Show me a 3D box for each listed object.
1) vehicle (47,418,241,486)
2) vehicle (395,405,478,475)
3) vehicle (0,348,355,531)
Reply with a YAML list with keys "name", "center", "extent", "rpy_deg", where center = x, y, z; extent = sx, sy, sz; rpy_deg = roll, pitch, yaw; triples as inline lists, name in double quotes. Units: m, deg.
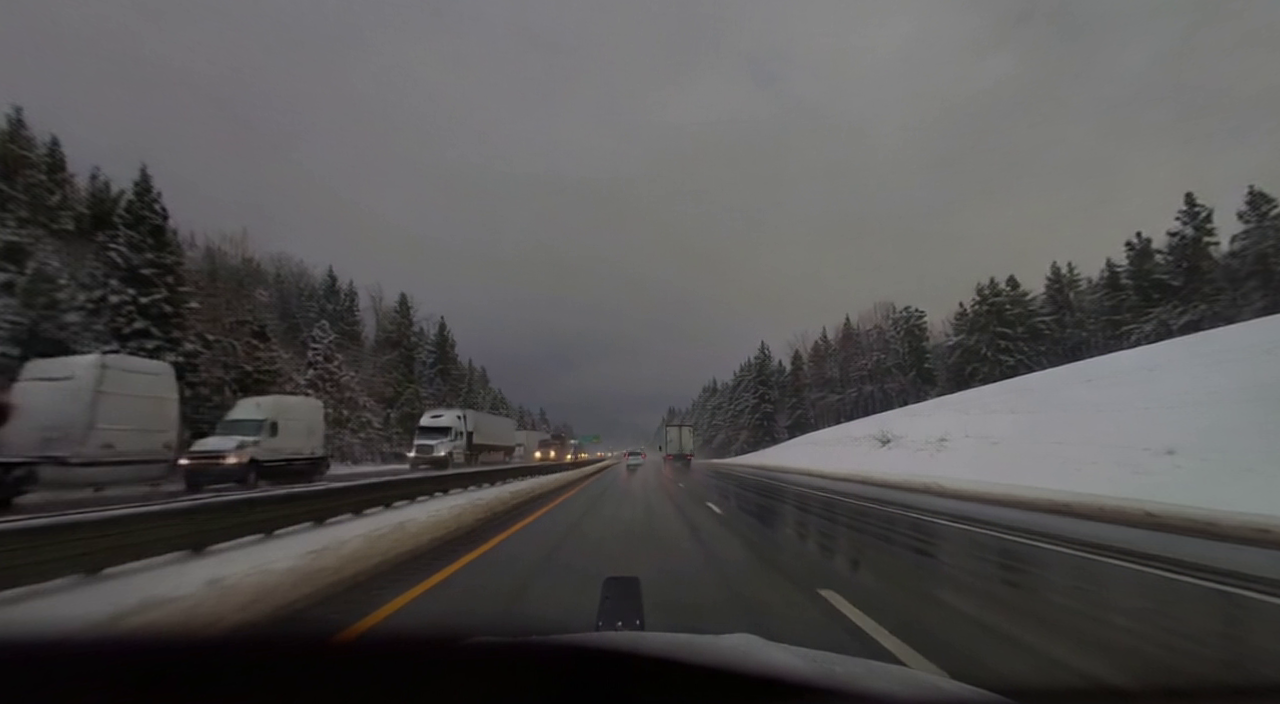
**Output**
- name: "vehicle"
  center: [-12.717, 2.599, 16.549]
  extent: [2.082, 1.570, 3.684]
  rpy_deg: [0, -9, -1]
- name: "vehicle"
  center: [-12.426, 5.489, 39.268]
  extent: [2.951, 3.988, 6.237]
  rpy_deg: [0, -9, 0]
- name: "vehicle"
  center: [-12.754, 2.665, 18.961]
  extent: [2.668, 3.618, 12.856]
  rpy_deg: [0, -9, -1]
